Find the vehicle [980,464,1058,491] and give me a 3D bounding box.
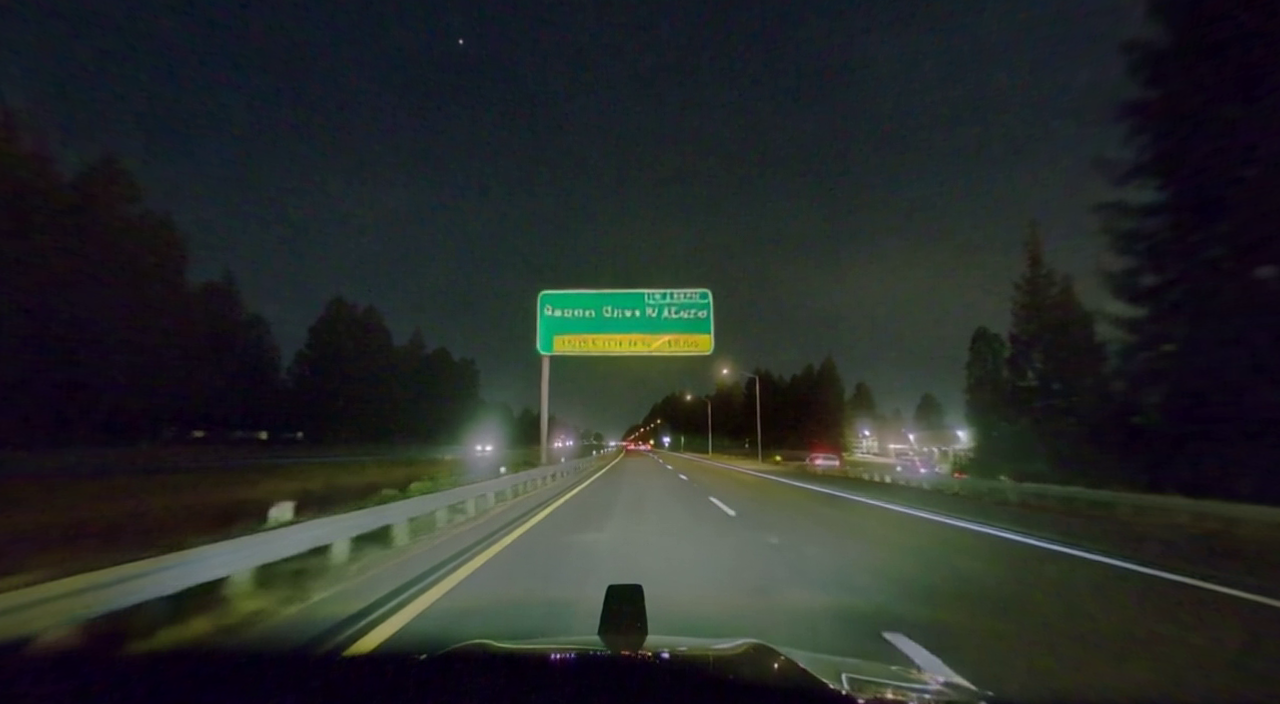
[{"bbox_3d":[29.078,9.572,48.431,4.895,1.819,2.060,-5,-10,31],"label":"vehicle"}]
